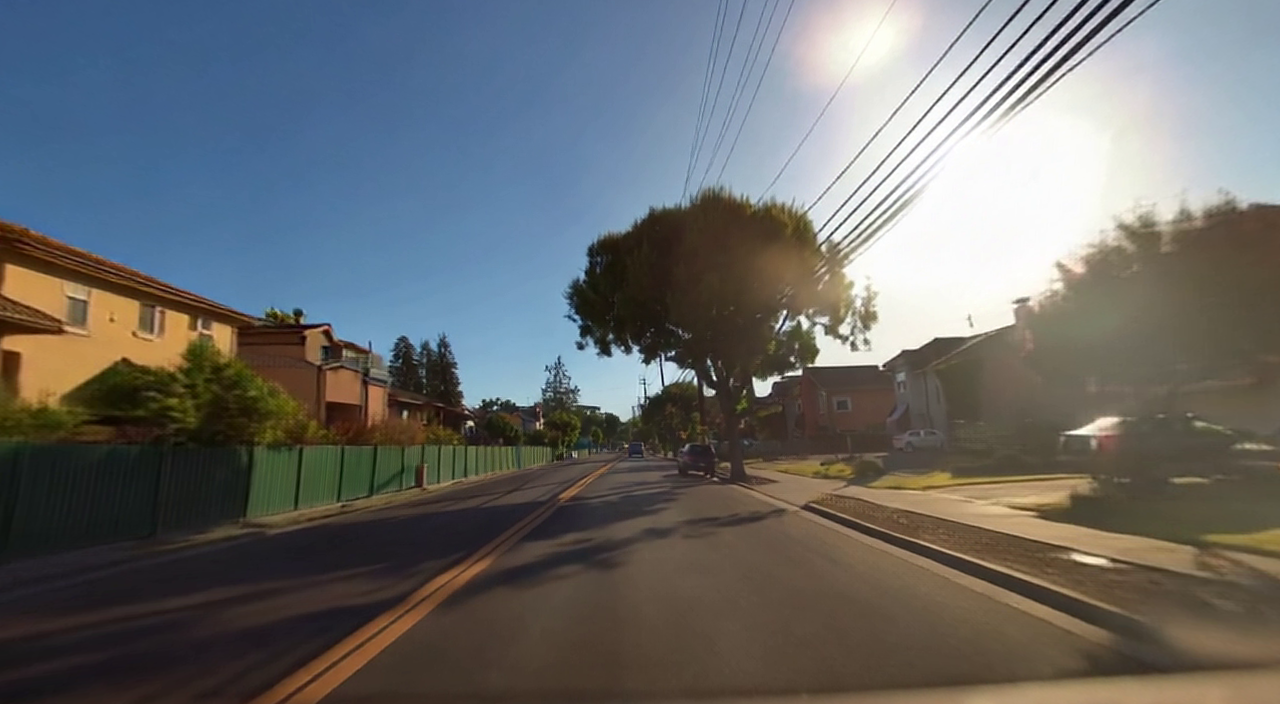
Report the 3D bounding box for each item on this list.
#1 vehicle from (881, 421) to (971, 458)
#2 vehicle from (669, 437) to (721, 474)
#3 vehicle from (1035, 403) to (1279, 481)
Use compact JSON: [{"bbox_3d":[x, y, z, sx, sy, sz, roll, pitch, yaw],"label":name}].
[{"bbox_3d":[17.860,5.486,39.627,4.457,1.780,2.170,-5,-8,-1],"label":"vehicle"},{"bbox_3d":[2.696,5.221,31.937,2.108,1.710,4.499,0,-9,-1],"label":"vehicle"},{"bbox_3d":[12.701,2.198,15.375,4.701,1.745,2.083,-1,-9,3],"label":"vehicle"}]
